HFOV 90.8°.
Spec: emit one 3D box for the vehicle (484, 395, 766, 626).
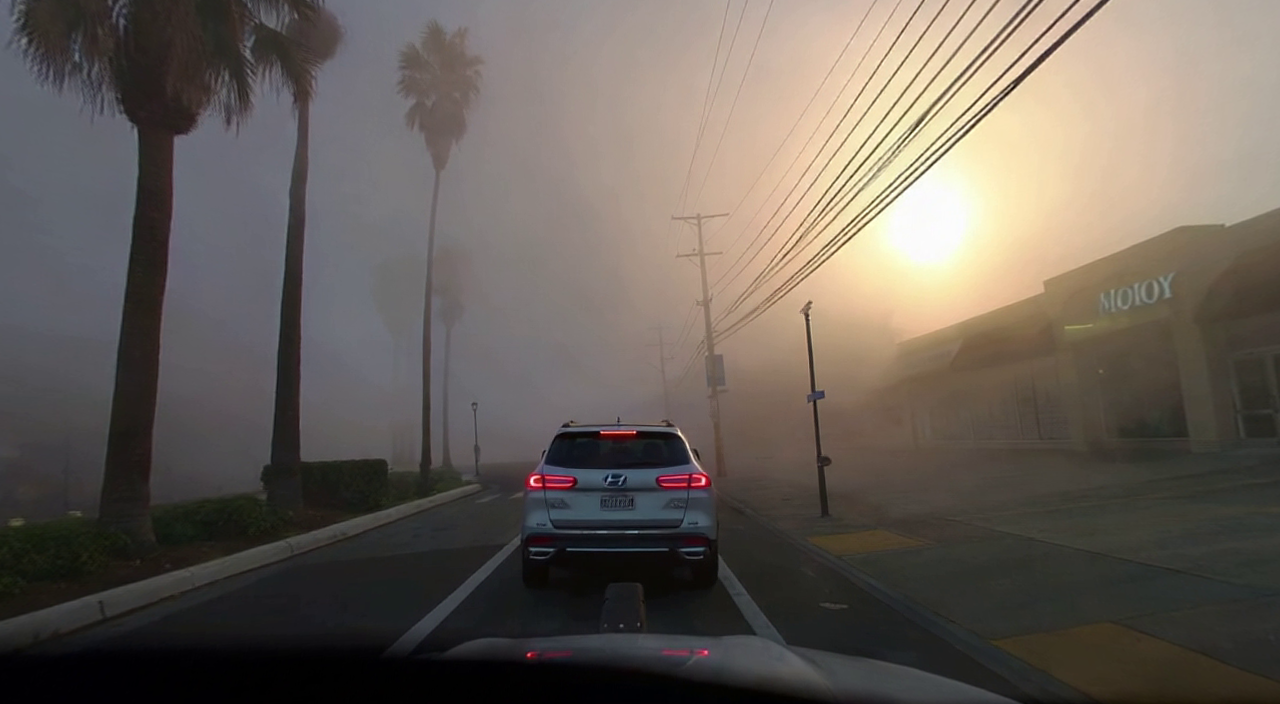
[{"bbox_3d":[-0.196,1.455,6.684,2.105,1.702,3.750,0,-8,-3],"label":"vehicle"}]
